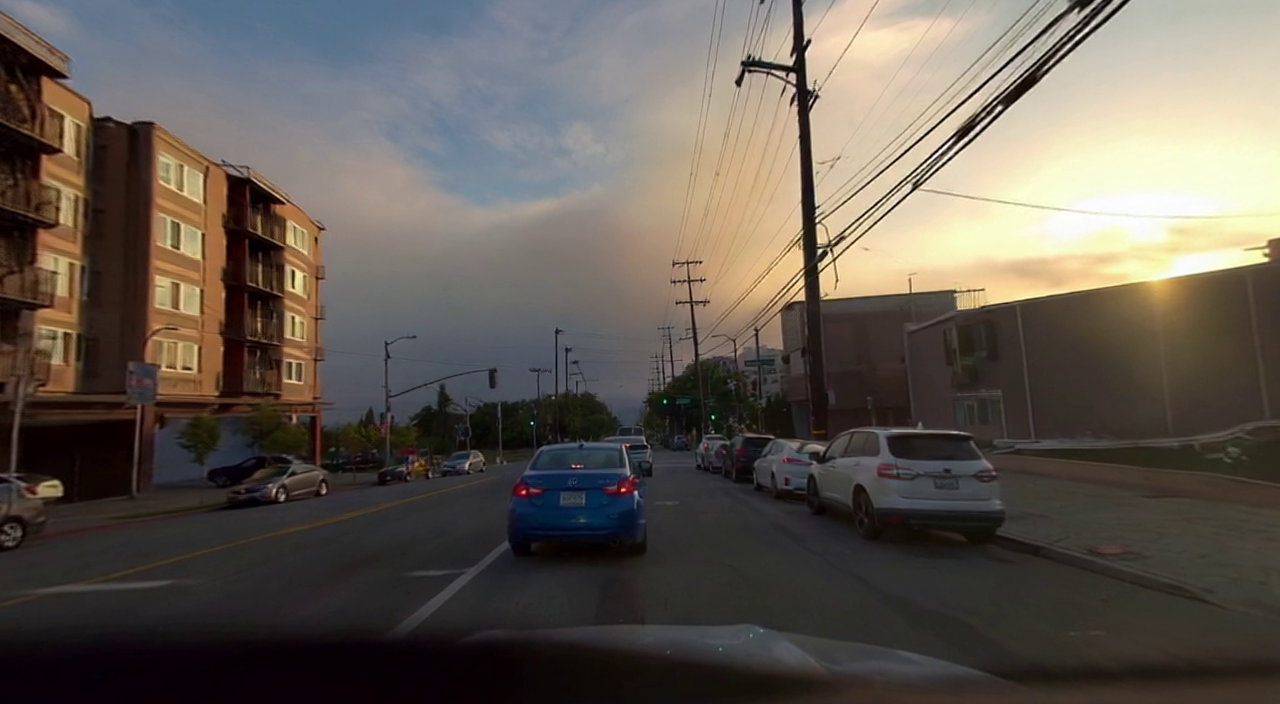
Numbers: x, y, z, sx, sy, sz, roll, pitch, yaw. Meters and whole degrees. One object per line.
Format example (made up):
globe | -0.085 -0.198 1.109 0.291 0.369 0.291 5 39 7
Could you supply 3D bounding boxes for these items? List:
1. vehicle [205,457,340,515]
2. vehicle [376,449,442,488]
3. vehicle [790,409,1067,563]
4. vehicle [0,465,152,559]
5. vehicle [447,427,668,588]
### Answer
vehicle | -11.886 4.312 20.840 1.868 1.491 4.367 -4 -9 1
vehicle | -11.893 5.964 32.745 2.011 1.687 4.079 -5 -8 -3
vehicle | 3.796 1.846 9.410 1.967 1.721 4.410 0 -9 -1
vehicle | -11.891 2.999 11.816 1.850 1.487 4.711 -3 -8 -1
vehicle | -0.761 1.770 8.141 2.019 1.453 4.603 0 -9 0
